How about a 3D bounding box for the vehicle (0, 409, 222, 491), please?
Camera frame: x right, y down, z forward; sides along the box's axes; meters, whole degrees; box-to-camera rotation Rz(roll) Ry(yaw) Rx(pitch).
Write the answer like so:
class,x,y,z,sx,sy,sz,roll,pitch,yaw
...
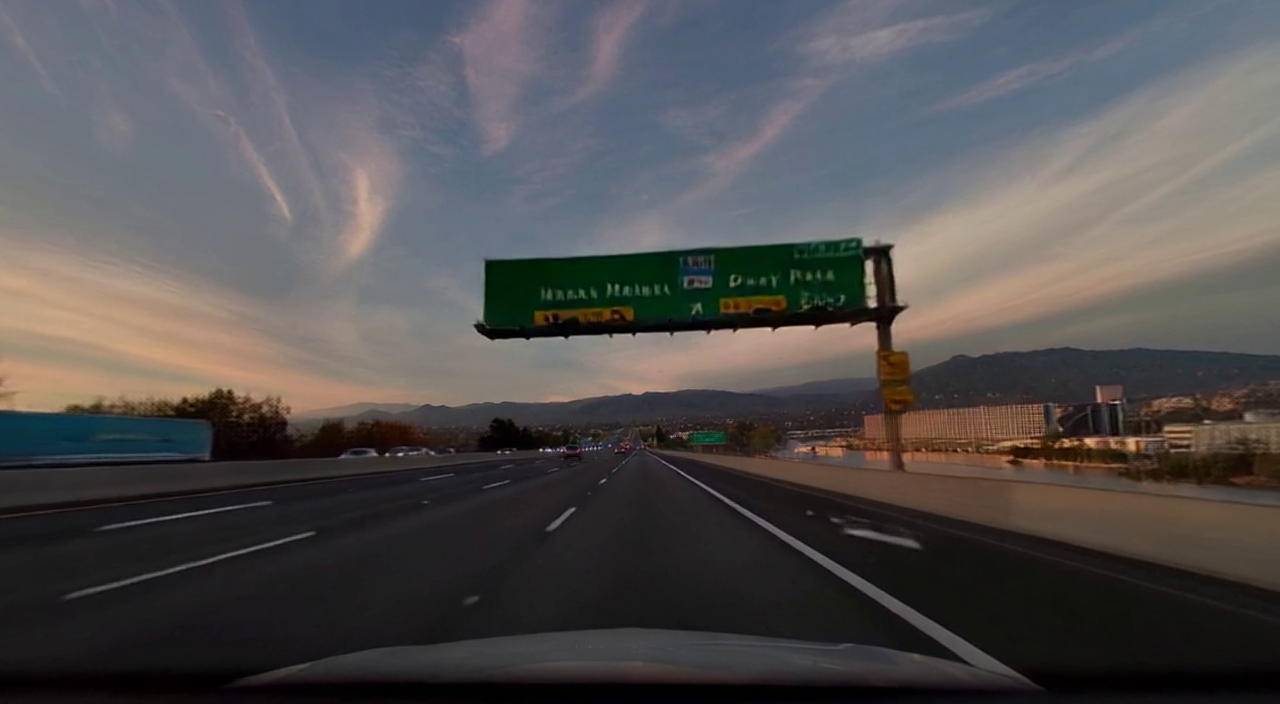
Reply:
class,x,y,z,sx,sy,sz,roll,pitch,yaw
vehicle,-28.147,5.157,33.364,2.819,3.437,13.292,0,-9,0
